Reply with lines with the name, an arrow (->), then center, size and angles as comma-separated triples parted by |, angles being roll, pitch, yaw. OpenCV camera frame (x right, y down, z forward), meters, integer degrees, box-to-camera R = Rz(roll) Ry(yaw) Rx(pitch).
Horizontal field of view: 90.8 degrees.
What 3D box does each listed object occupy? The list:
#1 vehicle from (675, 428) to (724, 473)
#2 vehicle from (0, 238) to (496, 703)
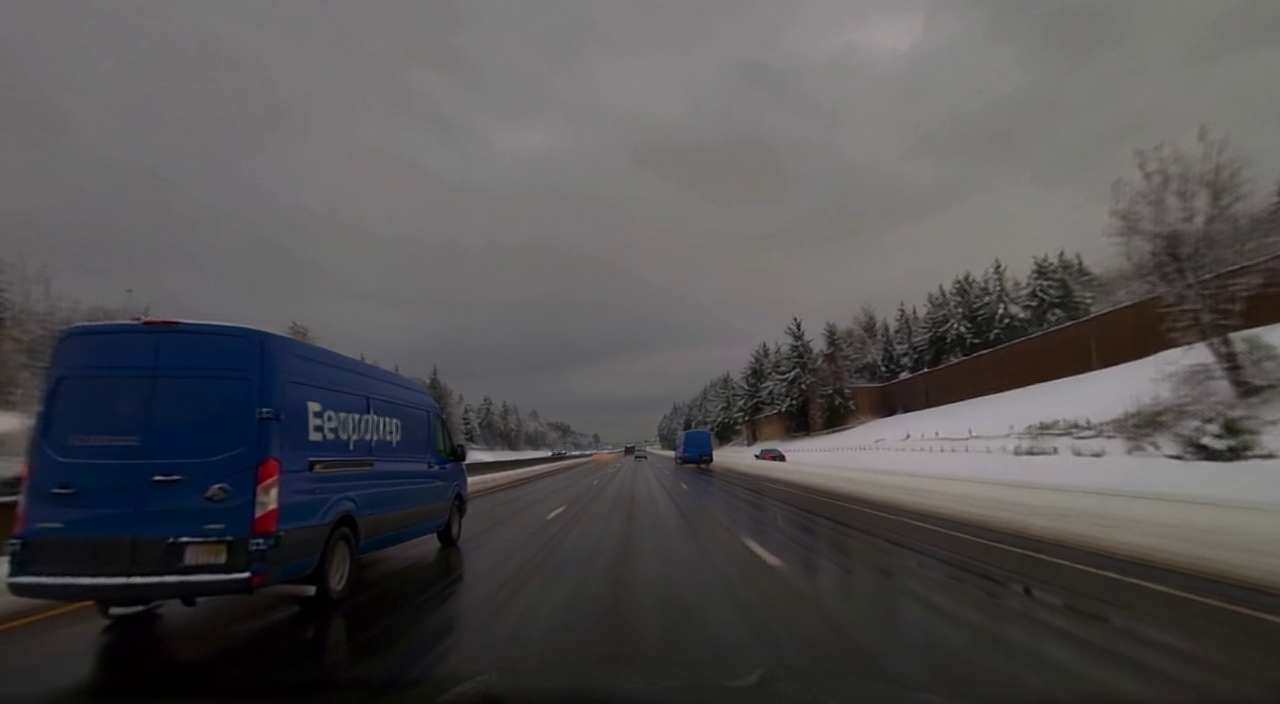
vehicle -> 3.648, 6.245, 39.961 | 2.373, 2.561, 5.922 | 0, -9, -1
vehicle -> -3.449, 1.096, 6.460 | 2.409, 2.523, 6.275 | 0, -9, 0
